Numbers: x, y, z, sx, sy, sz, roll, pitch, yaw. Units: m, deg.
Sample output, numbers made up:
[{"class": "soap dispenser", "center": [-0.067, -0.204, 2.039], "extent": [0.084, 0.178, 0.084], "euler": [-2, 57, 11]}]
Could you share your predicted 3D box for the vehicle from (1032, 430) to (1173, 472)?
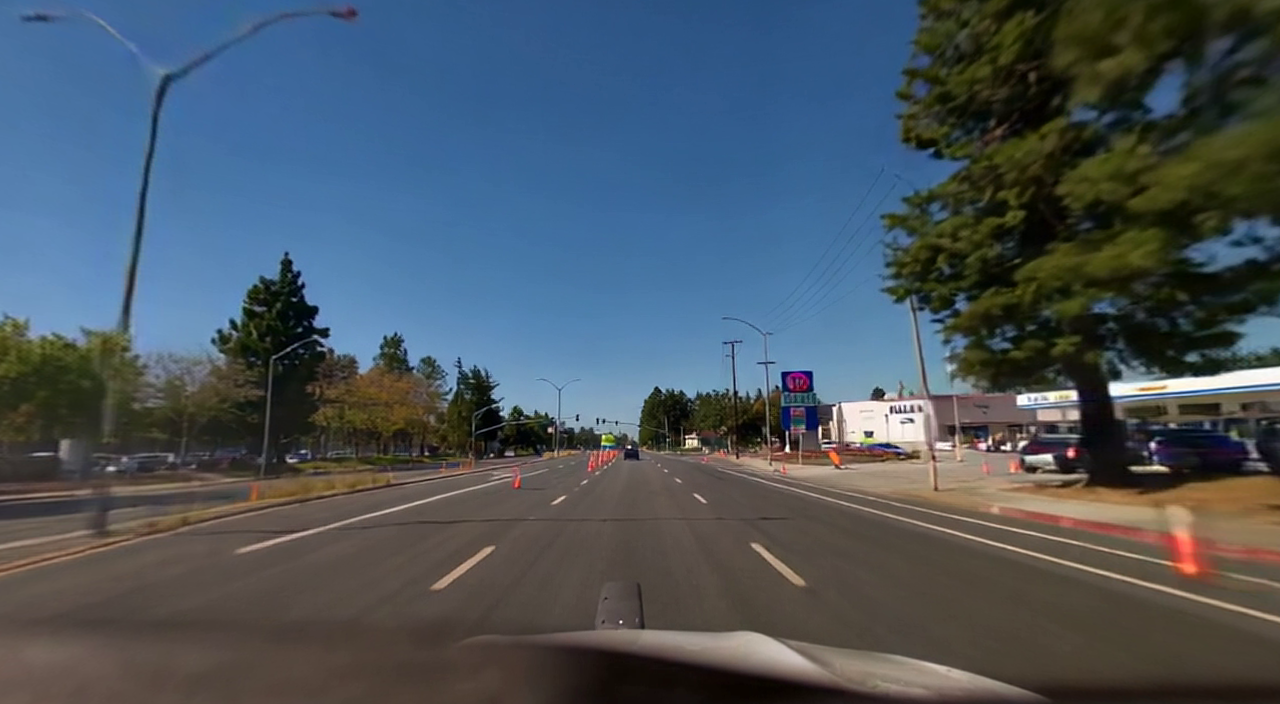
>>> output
[{"class": "vehicle", "center": [17.946, 3.884, 24.873], "extent": [1.912, 1.452, 4.796], "euler": [0, -9, 0]}]

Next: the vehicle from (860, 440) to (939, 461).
[{"class": "vehicle", "center": [18.300, 6.963, 44.712], "extent": [4.674, 1.399, 1.987], "euler": [0, -8, 0]}]

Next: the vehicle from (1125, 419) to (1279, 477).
[{"class": "vehicle", "center": [22.997, 3.766, 25.719], "extent": [2.094, 1.937, 5.262], "euler": [-3, -5, -3]}]
